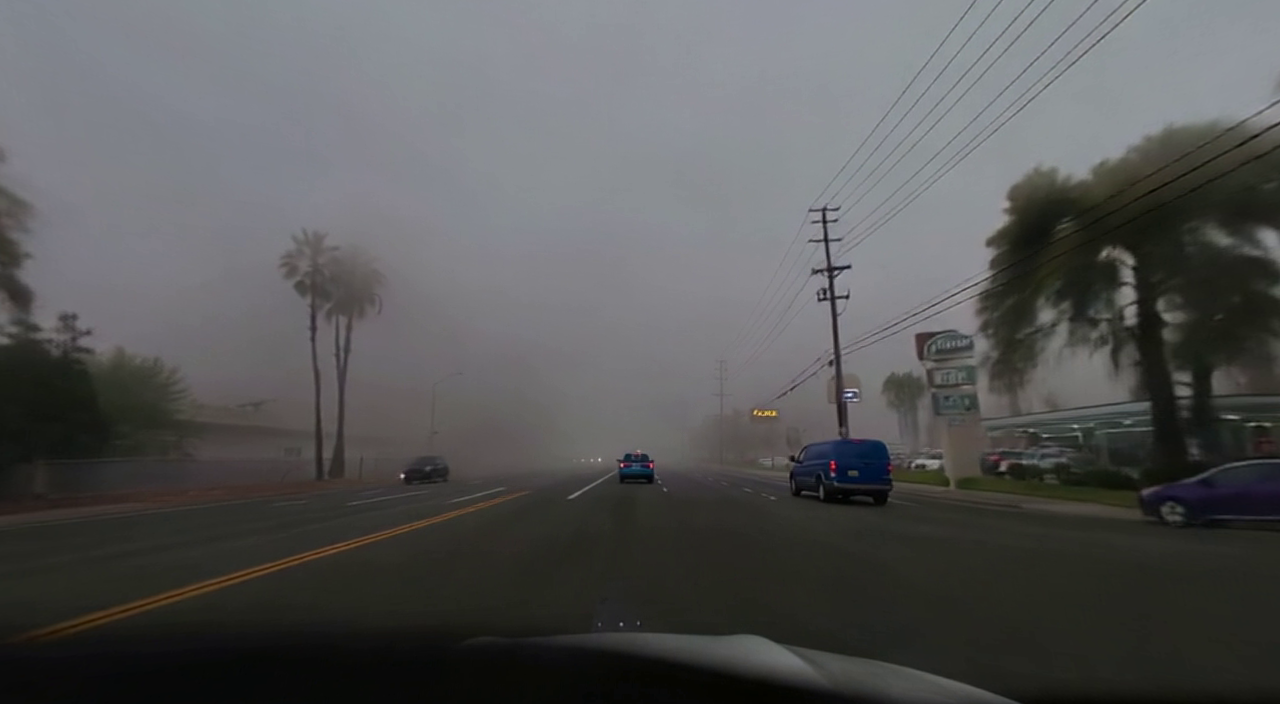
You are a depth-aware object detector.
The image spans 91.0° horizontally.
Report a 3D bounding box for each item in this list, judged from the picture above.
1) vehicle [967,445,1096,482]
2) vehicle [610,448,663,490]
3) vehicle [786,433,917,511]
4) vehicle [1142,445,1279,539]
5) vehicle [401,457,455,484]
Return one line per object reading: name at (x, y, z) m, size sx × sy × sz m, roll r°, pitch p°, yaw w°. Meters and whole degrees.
vehicle at (17.945, 5.112, 29.018) m, size 4.490 × 1.604 × 2.089 m, roll 0°, pitch -9°, yaw 1°
vehicle at (-0.166, 5.023, 27.406) m, size 2.138 × 1.672 × 4.168 m, roll 0°, pitch -9°, yaw -1°
vehicle at (5.806, 3.346, 17.995) m, size 2.107 × 1.928 × 4.471 m, roll 0°, pitch -9°, yaw 0°
vehicle at (11.519, 2.336, 10.663) m, size 4.400 × 1.507 × 2.009 m, roll -6°, pitch -11°, yaw 32°
vehicle at (-14.207, 7.957, 42.449) m, size 1.997 × 1.641 × 4.528 m, roll 0°, pitch -9°, yaw 1°
